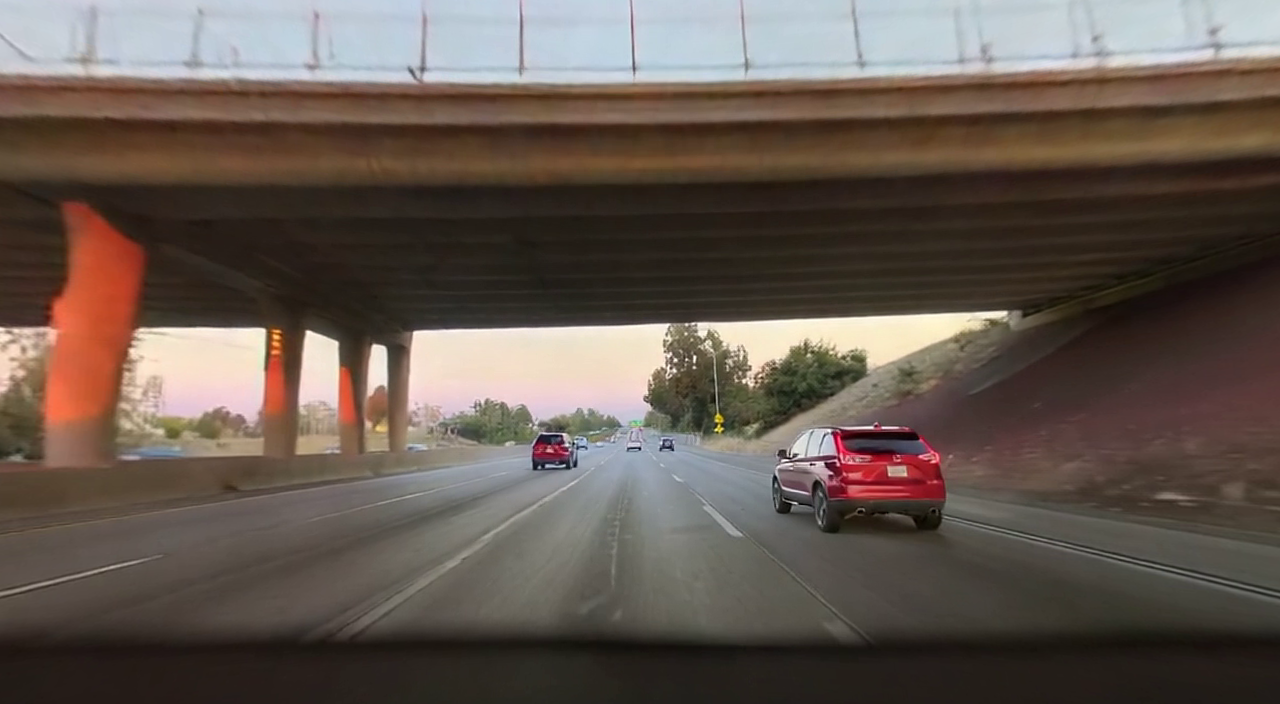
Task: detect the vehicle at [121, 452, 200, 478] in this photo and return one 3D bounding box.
[{"bbox_3d":[-30.531,7.171,40.370,1.791,1.507,4.074,0,-9,0],"label":"vehicle"}]

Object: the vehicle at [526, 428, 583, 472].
[{"bbox_3d":[-3.887,4.558,29.556,2.018,1.872,4.728,0,-9,0],"label":"vehicle"}]

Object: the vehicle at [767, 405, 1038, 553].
[{"bbox_3d":[3.617,1.851,9.885,2.185,1.749,4.477,0,-8,-2],"label":"vehicle"}]
